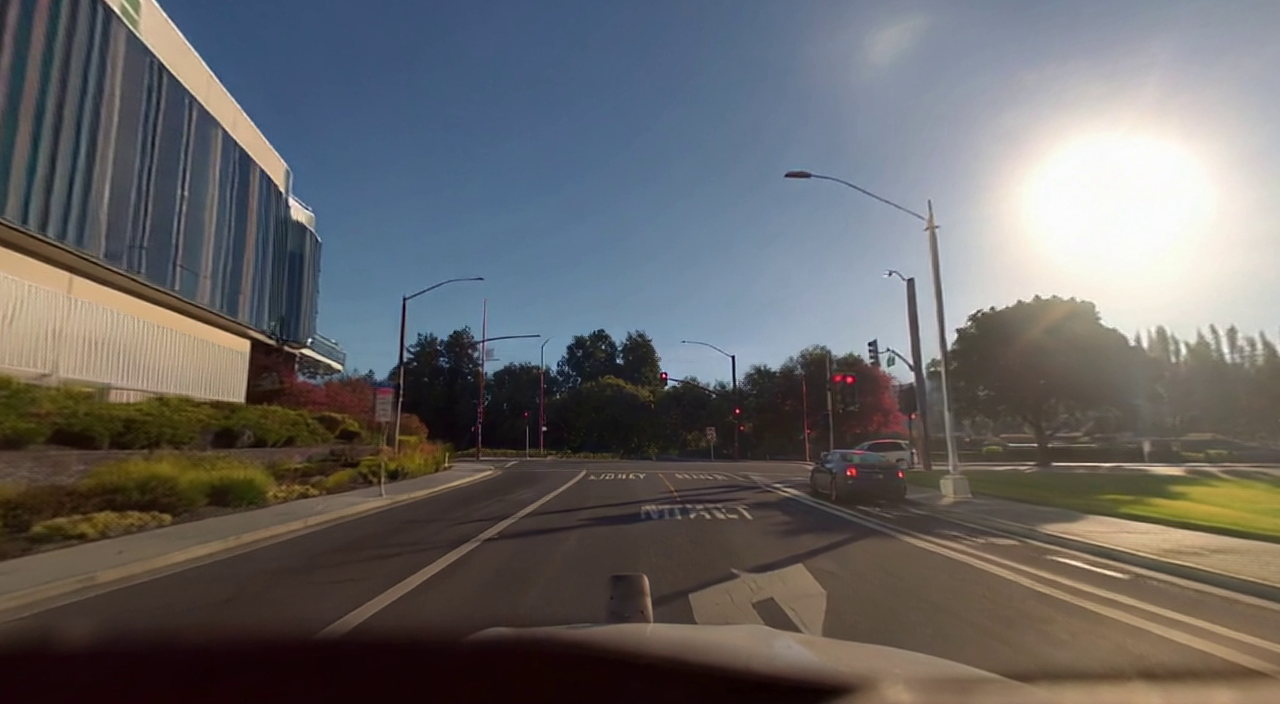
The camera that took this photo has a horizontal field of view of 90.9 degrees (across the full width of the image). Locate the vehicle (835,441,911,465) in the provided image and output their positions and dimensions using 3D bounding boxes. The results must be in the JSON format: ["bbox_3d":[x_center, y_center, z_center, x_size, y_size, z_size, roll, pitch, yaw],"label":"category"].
[{"bbox_3d":[16.942,7.345,45.954,4.715,1.671,2.030,0,-8,0],"label":"vehicle"}]
